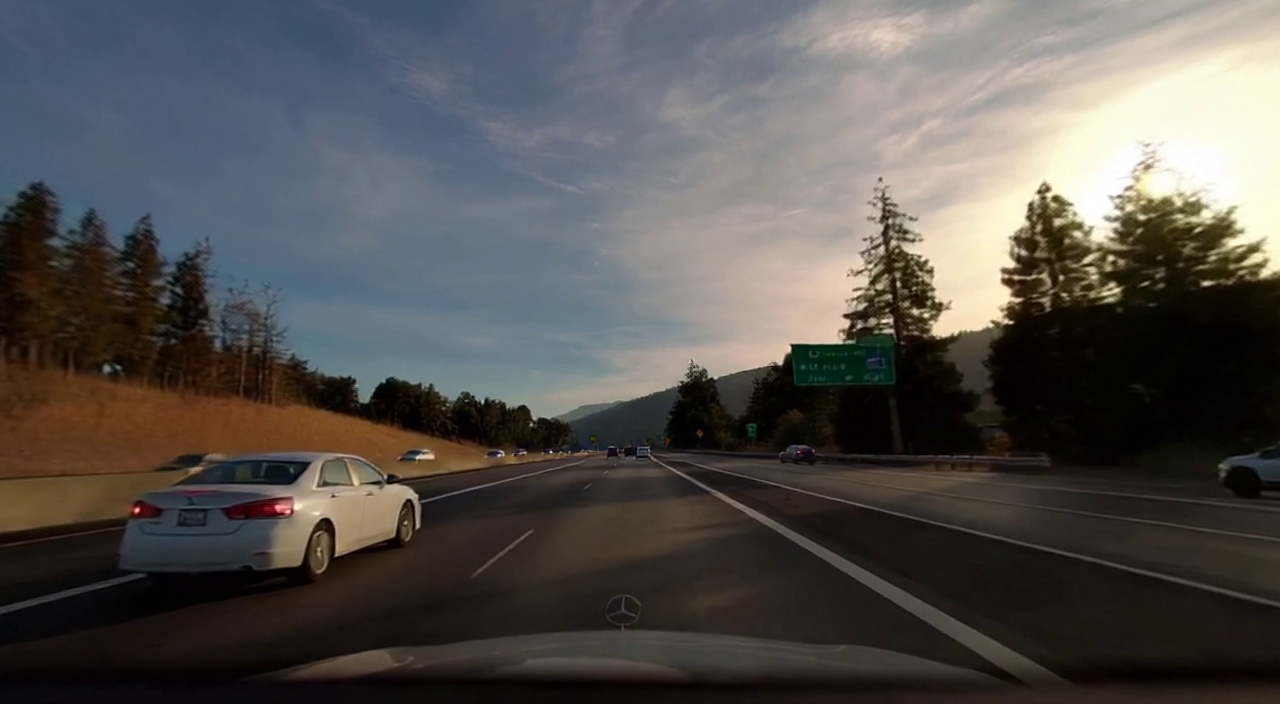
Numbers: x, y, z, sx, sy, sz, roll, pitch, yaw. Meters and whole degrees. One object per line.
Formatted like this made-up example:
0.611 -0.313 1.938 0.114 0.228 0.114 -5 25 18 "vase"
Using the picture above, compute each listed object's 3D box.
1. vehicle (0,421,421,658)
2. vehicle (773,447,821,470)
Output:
-3.995 1.605 6.462 1.988 1.585 4.215 0 -9 0 "vehicle"
11.496 7.835 46.542 2.076 1.563 4.396 1 -9 -5 "vehicle"
